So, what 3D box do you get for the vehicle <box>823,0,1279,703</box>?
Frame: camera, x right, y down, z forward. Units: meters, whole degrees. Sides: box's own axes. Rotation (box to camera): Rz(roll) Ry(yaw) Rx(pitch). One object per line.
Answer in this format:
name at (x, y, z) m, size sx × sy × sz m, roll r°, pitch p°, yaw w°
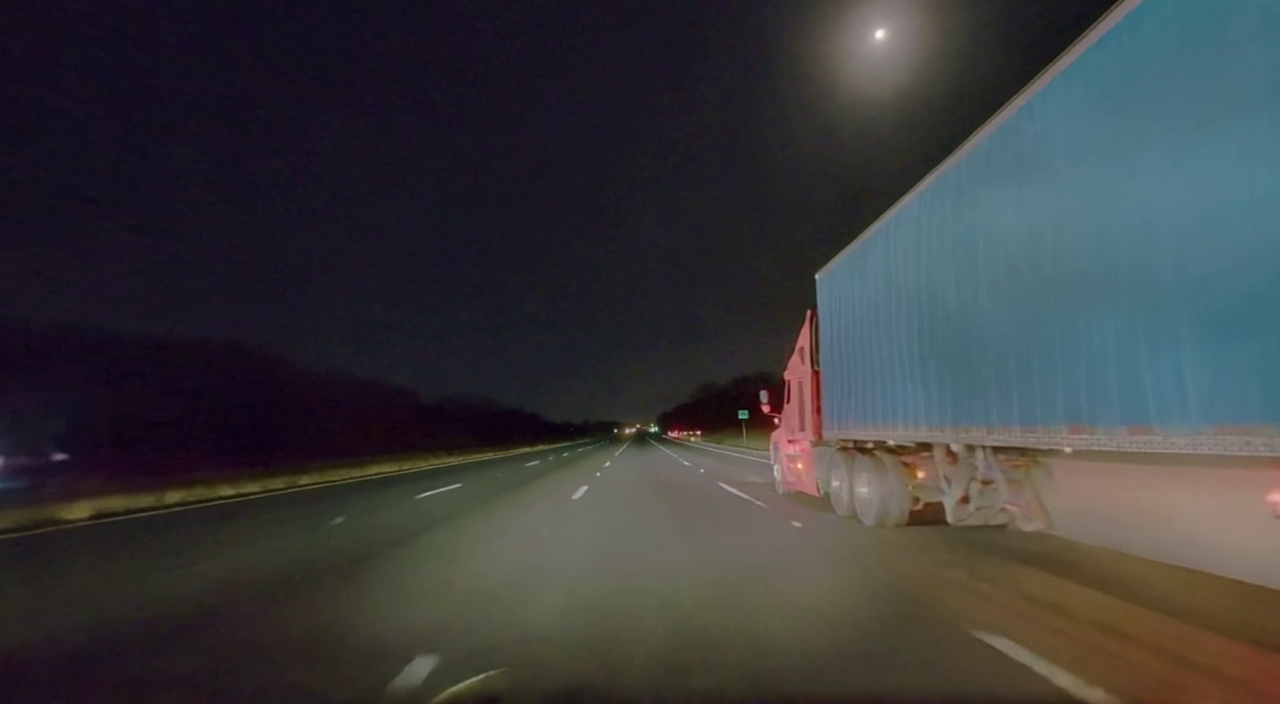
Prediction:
vehicle at (4.149, 0.030, 5.782) m, size 3.049 × 3.826 × 6.146 m, roll 0°, pitch -8°, yaw 1°
